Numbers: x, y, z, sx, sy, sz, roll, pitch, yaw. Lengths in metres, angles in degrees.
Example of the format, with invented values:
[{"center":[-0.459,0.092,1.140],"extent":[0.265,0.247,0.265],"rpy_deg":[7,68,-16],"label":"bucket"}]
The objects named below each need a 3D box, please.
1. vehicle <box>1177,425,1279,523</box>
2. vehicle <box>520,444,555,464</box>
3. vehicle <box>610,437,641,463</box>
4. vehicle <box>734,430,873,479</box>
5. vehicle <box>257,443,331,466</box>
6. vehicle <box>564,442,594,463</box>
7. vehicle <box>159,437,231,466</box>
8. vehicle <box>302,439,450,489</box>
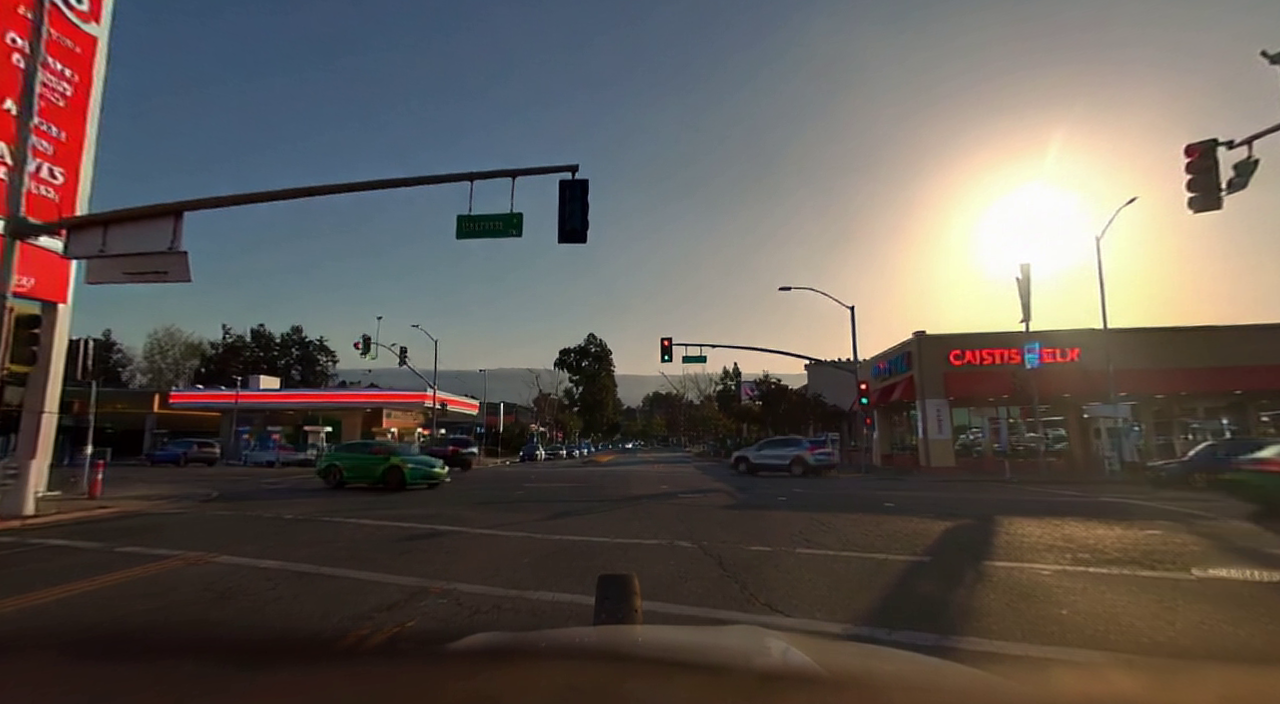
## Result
[{"center":[11.761,1.879,9.799],"extent":[4.806,1.482,1.862],"rpy_deg":[-5,-10,26],"label":"vehicle"},{"center":[-7.939,7.893,49.136],"extent":[2.079,1.491,4.045],"rpy_deg":[0,-9,-1],"label":"vehicle"},{"center":[-1.118,7.125,46.038],"extent":[2.083,1.764,5.011],"rpy_deg":[0,-9,-3],"label":"vehicle"},{"center":[5.959,3.733,23.127],"extent":[4.568,1.643,1.911],"rpy_deg":[-4,-10,26],"label":"vehicle"},{"center":[-22.864,6.761,41.687],"extent":[4.801,1.466,1.830],"rpy_deg":[-5,-10,27],"label":"vehicle"},{"center":[-4.596,7.655,48.143],"extent":[2.003,1.481,4.091],"rpy_deg":[0,-9,-2],"label":"vehicle"},{"center":[-28.632,6.384,40.629],"extent":[4.311,1.742,1.864],"rpy_deg":[-5,-10,27],"label":"vehicle"},{"center":[-8.654,3.606,20.611],"extent":[4.670,1.458,1.959],"rpy_deg":[-5,-10,30],"label":"vehicle"}]
